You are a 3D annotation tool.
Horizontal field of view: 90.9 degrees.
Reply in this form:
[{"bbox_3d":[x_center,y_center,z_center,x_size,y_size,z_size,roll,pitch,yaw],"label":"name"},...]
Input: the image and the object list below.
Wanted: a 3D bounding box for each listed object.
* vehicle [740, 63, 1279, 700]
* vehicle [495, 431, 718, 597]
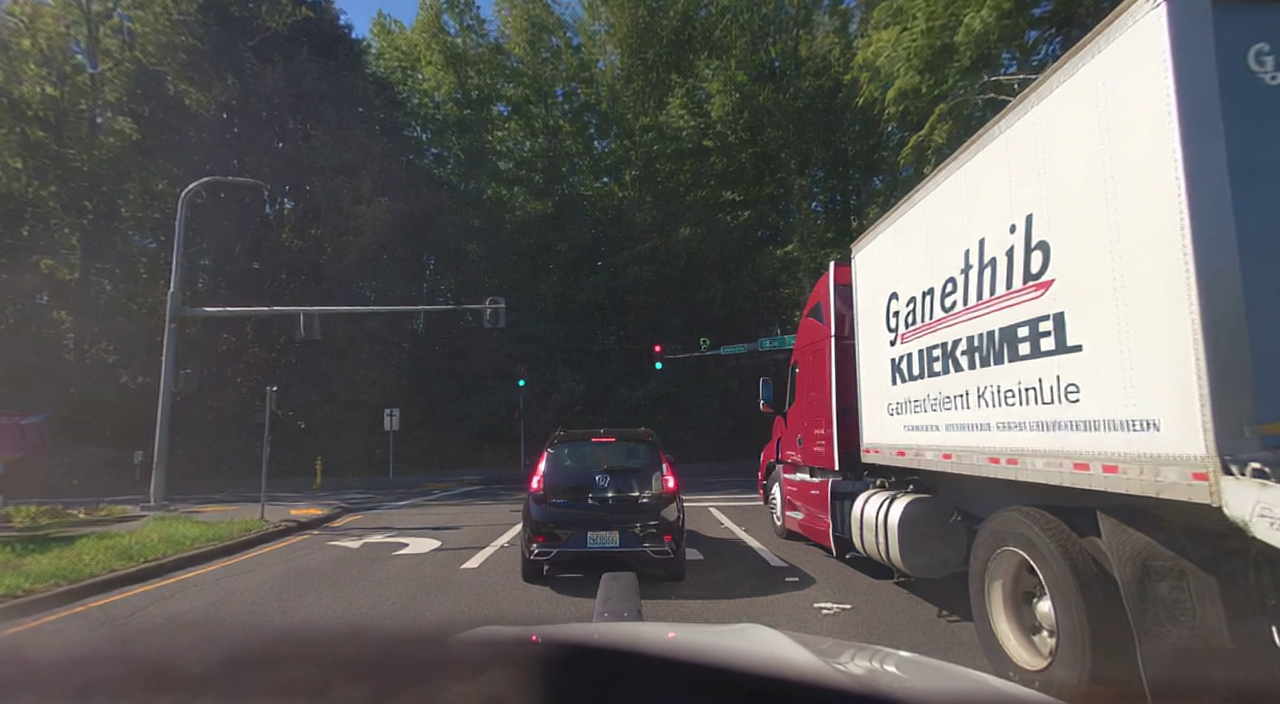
[{"bbox_3d":[3.507,0.783,8.528,2.884,3.753,9.763,0,-9,1],"label":"vehicle"},{"bbox_3d":[-0.332,1.715,7.429,1.975,1.457,3.526,0,-9,-1],"label":"vehicle"}]
